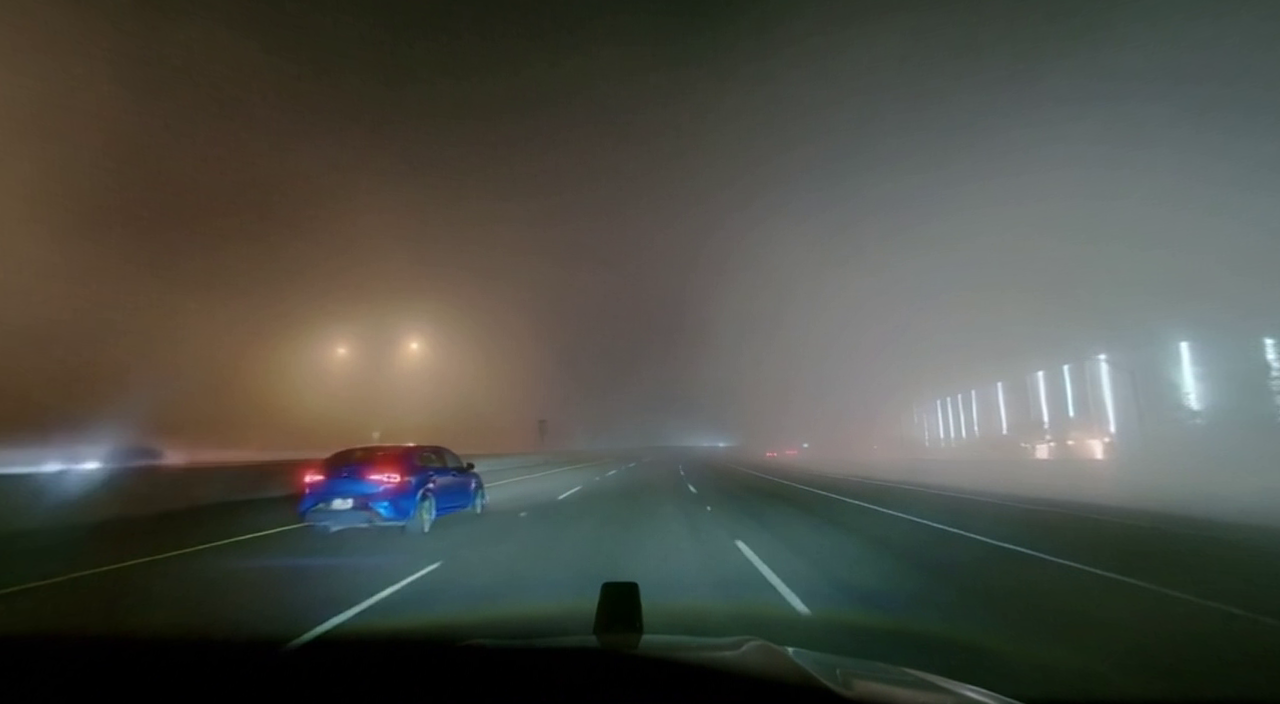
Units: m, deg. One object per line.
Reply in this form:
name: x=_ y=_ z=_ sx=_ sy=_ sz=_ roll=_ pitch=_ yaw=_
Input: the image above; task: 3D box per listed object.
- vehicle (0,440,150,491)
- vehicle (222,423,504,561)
vehicle: x=-19.582 y=3.795 z=21.482 sx=1.929 sy=1.514 sz=4.713 roll=-1 pitch=-8 yaw=2
vehicle: x=-3.727 y=1.978 z=9.722 sx=2.087 sy=1.566 sz=4.756 roll=0 pitch=-8 yaw=1
